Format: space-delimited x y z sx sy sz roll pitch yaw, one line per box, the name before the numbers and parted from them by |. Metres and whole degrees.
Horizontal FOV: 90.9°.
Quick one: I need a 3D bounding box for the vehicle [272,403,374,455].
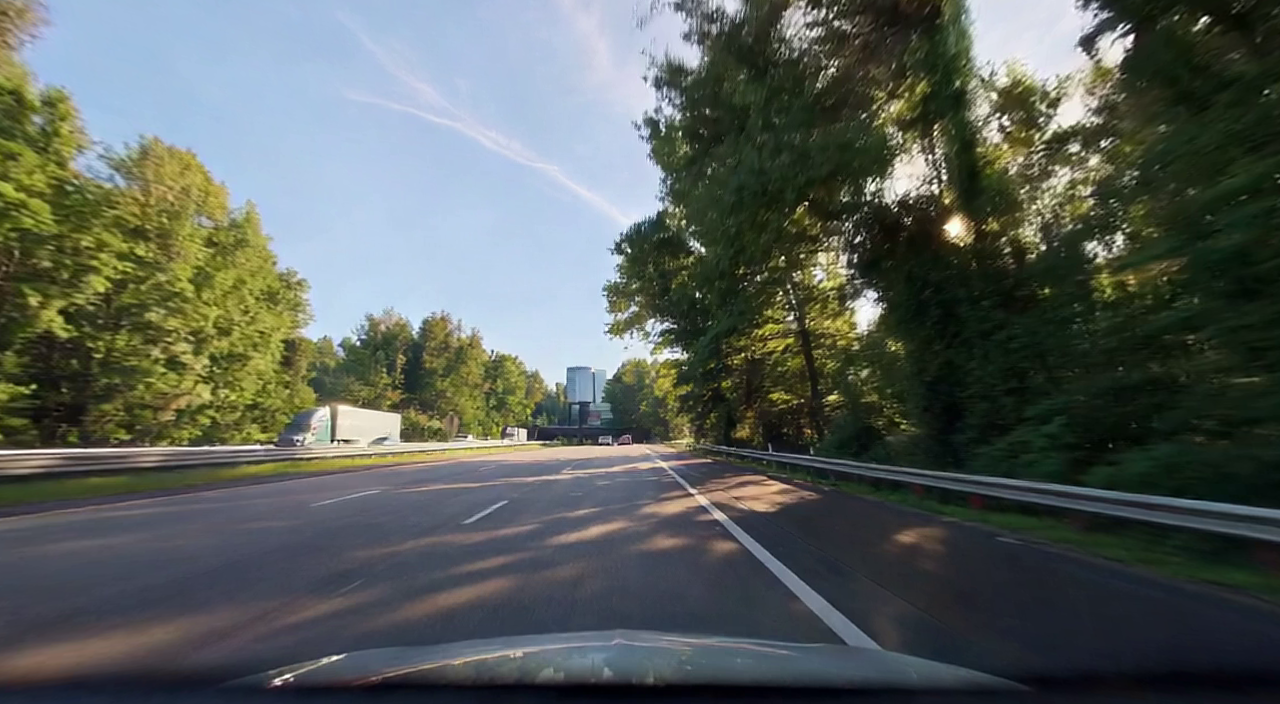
vehicle | -24.538 6.117 49.515 2.975 3.670 9.888 0 -8 -1
